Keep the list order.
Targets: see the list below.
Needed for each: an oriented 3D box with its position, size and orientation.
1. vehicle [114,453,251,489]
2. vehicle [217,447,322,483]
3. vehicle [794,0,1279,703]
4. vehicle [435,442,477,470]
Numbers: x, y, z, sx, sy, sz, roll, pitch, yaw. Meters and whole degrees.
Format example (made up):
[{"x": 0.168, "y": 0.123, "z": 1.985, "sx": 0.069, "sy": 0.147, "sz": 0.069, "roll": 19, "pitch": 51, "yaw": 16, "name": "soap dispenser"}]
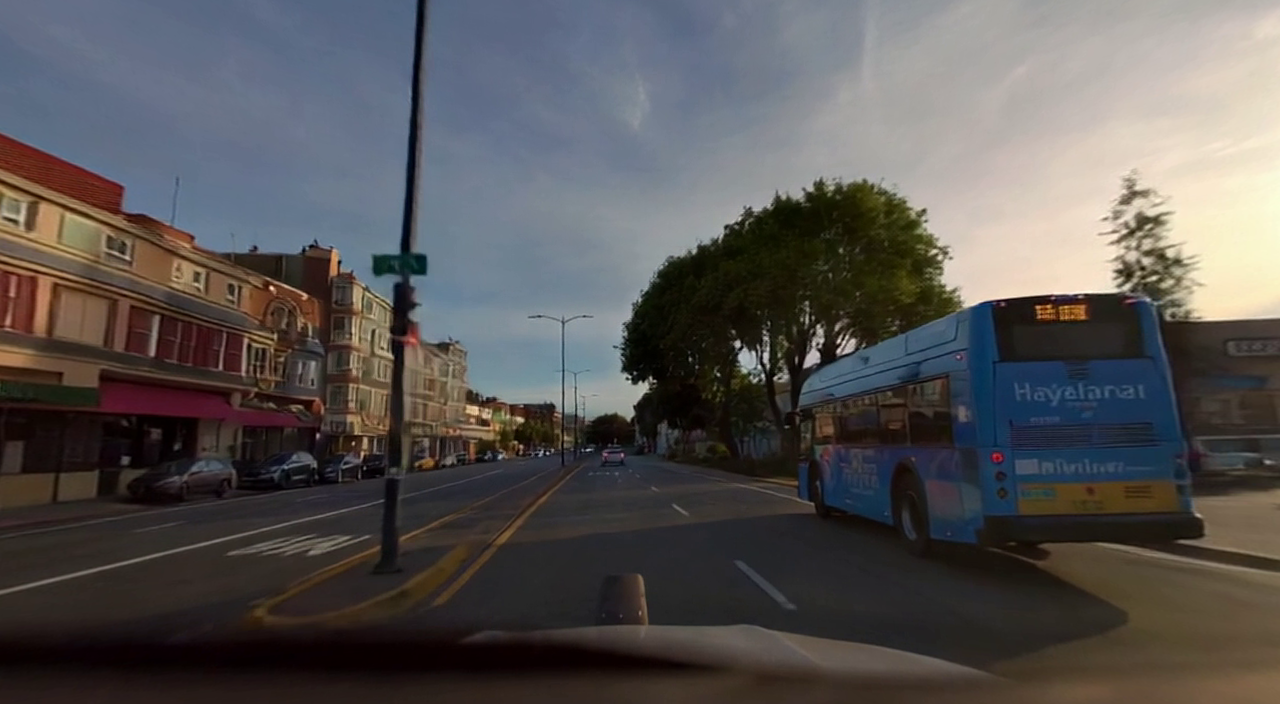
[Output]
[{"x": -20.777, "y": 5.412, "z": 28.923, "sx": 4.592, "sy": 1.474, "sz": 1.880, "roll": 3, "pitch": -9, "yaw": -17, "name": "vehicle"}, {"x": -19.776, "y": 6.032, "z": 33.872, "sx": 4.392, "sy": 1.800, "sz": 1.902, "roll": 0, "pitch": -8, "yaw": 1, "name": "vehicle"}, {"x": 4.187, "y": 0.251, "z": 4.244, "sx": 3.194, "sy": 3.345, "sz": 12.428, "roll": 0, "pitch": -8, "yaw": 0, "name": "vehicle"}, {"x": -14.138, "y": 7.966, "z": 48.811, "sx": 2.084, "sy": 2.027, "sz": 4.557, "roll": 0, "pitch": -8, "yaw": -3, "name": "vehicle"}]
